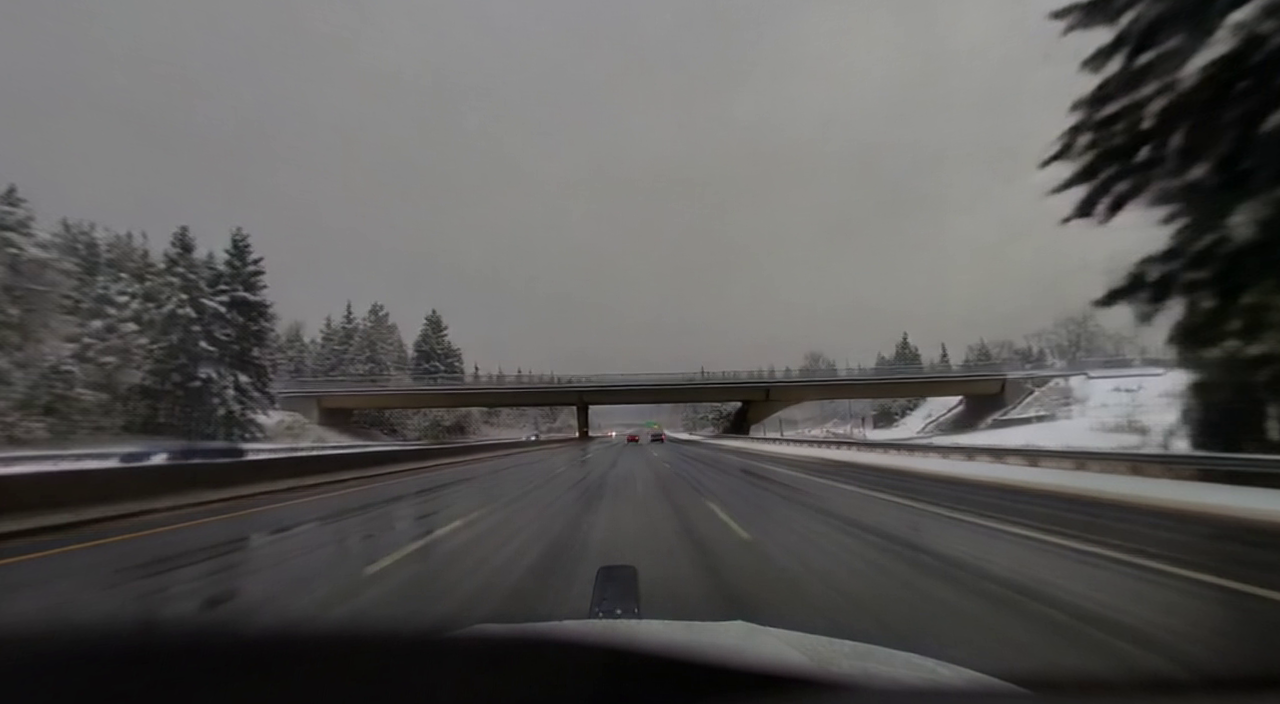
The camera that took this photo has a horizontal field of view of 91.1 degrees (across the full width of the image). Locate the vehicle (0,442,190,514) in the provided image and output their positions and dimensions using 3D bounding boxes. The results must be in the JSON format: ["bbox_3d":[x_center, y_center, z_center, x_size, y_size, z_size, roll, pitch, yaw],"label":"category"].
[{"bbox_3d":[-12.870,2.816,14.667,1.758,1.404,4.108,0,-8,-1],"label":"vehicle"}]
